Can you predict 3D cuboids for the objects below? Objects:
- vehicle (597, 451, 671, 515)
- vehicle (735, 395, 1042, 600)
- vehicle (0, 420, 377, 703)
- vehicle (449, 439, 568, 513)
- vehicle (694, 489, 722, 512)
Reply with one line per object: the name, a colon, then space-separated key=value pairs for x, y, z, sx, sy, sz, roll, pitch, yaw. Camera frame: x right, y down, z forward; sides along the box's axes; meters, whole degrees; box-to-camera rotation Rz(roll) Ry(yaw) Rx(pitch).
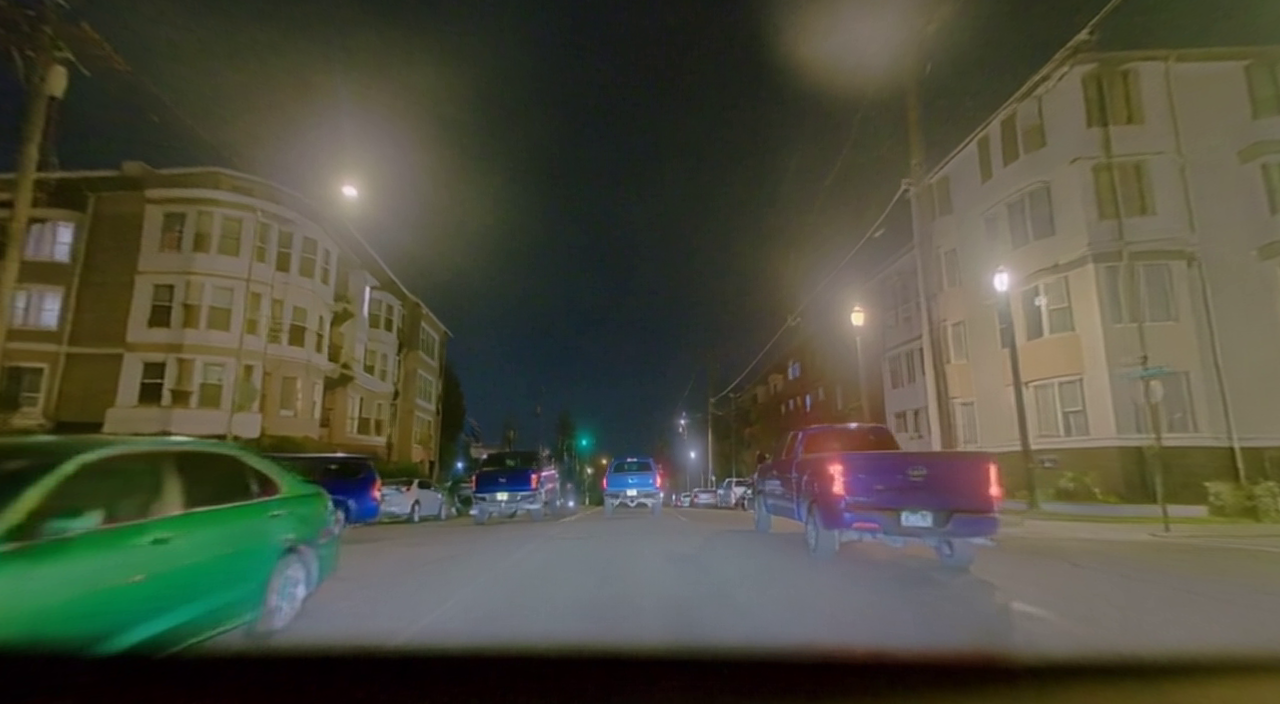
vehicle: x=-0.170 y=4.592 z=22.023 sx=2.308 sy=1.940 sz=4.125 roll=-1 pitch=-12 yaw=0
vehicle: x=2.695 y=1.707 z=8.369 sx=2.027 sy=1.907 sz=4.736 roll=0 pitch=-8 yaw=-1
vehicle: x=-3.078 y=1.088 z=2.939 sx=1.868 sy=1.462 sz=4.385 roll=0 pitch=-8 yaw=-1
vehicle: x=-3.702 y=3.925 z=19.184 sx=2.330 sy=1.859 sz=6.068 roll=0 pitch=-15 yaw=0
vehicle: x=5.199 y=11.421 z=48.792 sx=1.725 sy=1.442 sz=3.740 roll=0 pitch=-8 yaw=-1
